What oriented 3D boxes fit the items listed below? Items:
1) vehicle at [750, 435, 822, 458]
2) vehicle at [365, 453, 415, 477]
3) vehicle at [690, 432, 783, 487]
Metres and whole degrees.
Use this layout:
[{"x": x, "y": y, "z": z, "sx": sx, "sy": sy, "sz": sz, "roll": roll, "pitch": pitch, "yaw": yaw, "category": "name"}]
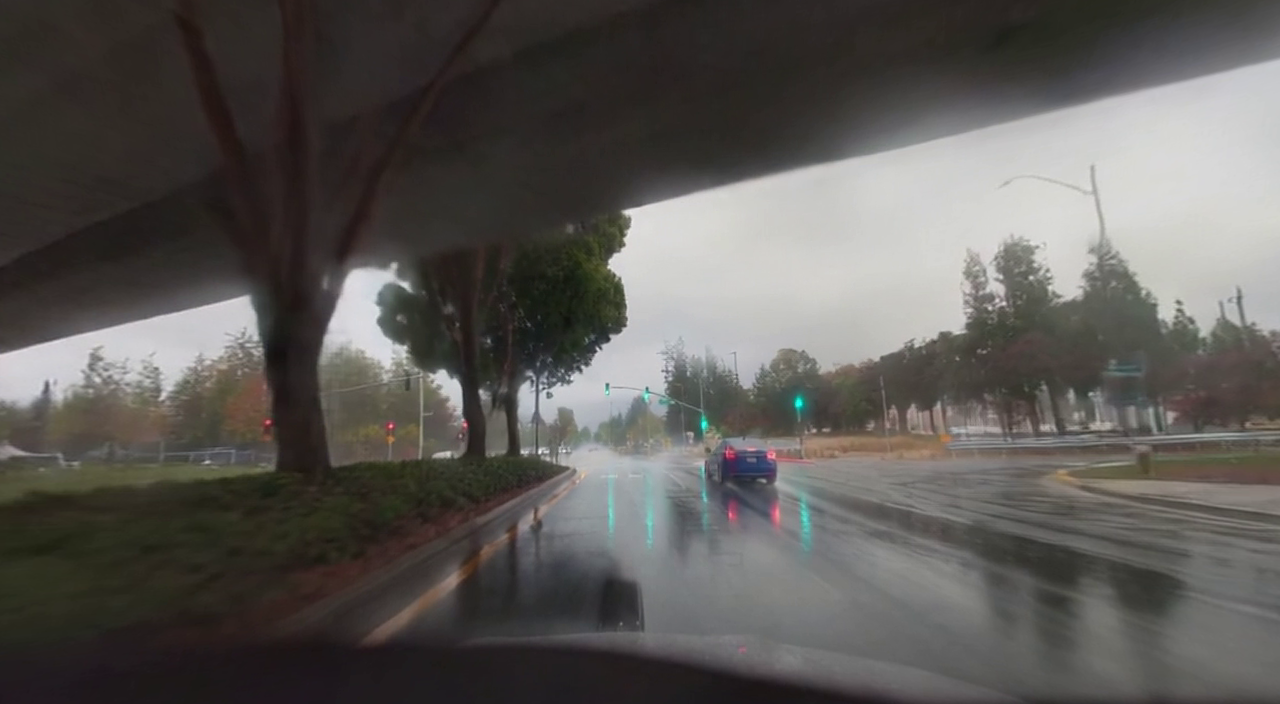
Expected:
[{"x": 10.626, "y": 6.905, "z": 46.088, "sx": 4.760, "sy": 1.571, "sz": 1.859, "roll": -5, "pitch": -9, "yaw": 26, "category": "vehicle"}, {"x": -17.227, "y": 7.790, "z": 43.687, "sx": 1.863, "sy": 1.469, "sz": 3.767, "roll": -1, "pitch": -8, "yaw": 0, "category": "vehicle"}, {"x": 2.864, "y": 3.331, "z": 19.897, "sx": 2.062, "sy": 1.484, "sz": 4.332, "roll": 0, "pitch": -8, "yaw": -2, "category": "vehicle"}]
